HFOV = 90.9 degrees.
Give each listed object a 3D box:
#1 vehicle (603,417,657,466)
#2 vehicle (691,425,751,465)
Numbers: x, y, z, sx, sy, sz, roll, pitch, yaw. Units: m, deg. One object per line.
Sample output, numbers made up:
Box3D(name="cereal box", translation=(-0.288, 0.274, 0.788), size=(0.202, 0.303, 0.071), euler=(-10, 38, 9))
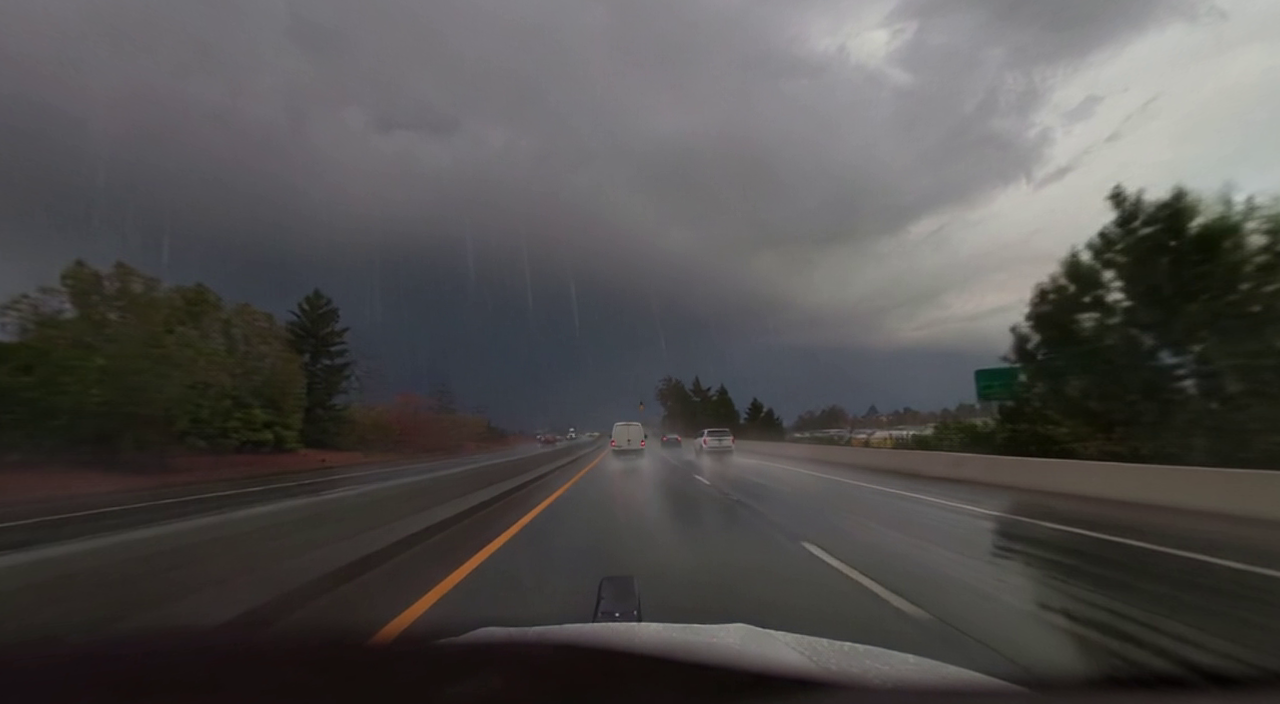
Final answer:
Box3D(name="vehicle", translation=(-0.472, 4.073, 28.901), size=(2.270, 2.044, 4.633), euler=(0, -8, -2))
Box3D(name="vehicle", translation=(3.446, 4.071, 27.604), size=(1.981, 1.606, 3.956), euler=(0, -8, -2))
